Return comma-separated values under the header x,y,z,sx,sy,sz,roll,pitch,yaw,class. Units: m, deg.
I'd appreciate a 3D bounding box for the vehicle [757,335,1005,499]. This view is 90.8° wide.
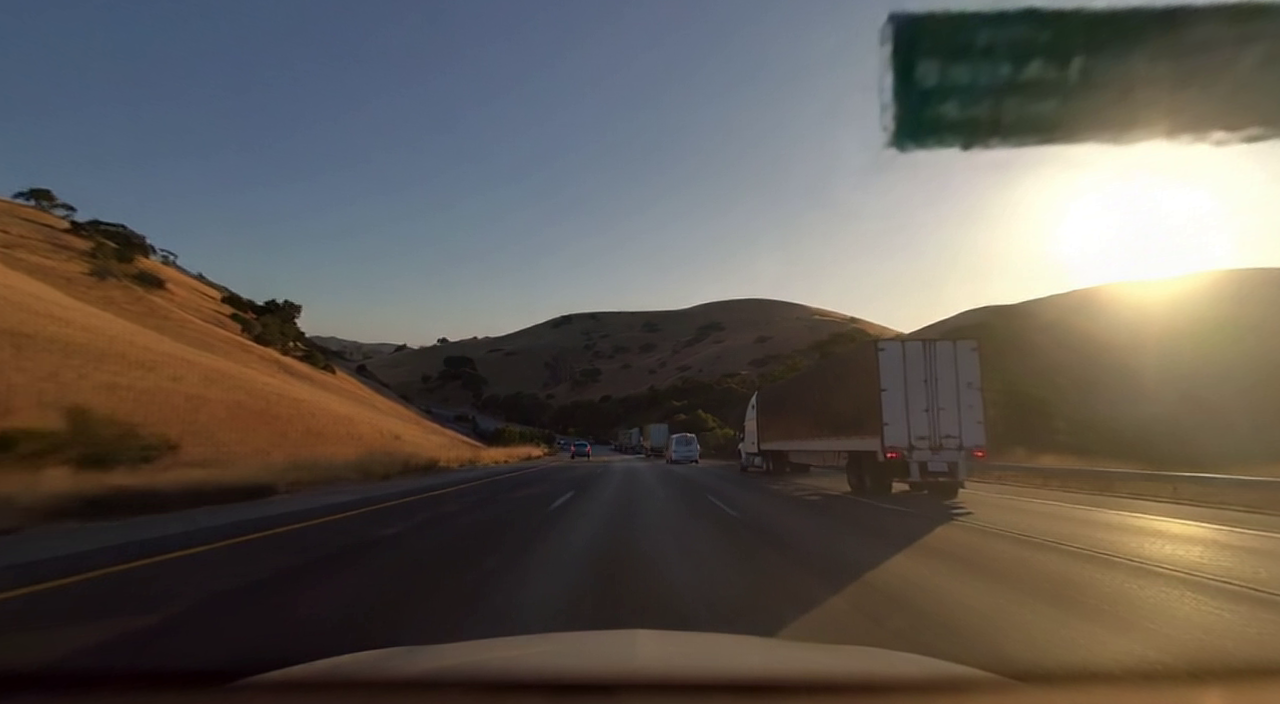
x,y,z,sx,sy,sz,roll,pitch,yaw,class
7.668,2.842,24.368,2.935,4.187,16.357,0,-8,-1,vehicle

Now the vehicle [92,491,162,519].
x,y,z,sx,sy,sz,roll,pitch,yaw,class
-33.133,9.879,40.939,1.532,1.395,3.533,0,-8,0,vehicle

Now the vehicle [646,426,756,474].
x,y,z,sx,sy,sz,roll,pitch,yaw,class
2.932,4.855,31.412,5.075,2.277,2.365,0,-9,-3,vehicle
